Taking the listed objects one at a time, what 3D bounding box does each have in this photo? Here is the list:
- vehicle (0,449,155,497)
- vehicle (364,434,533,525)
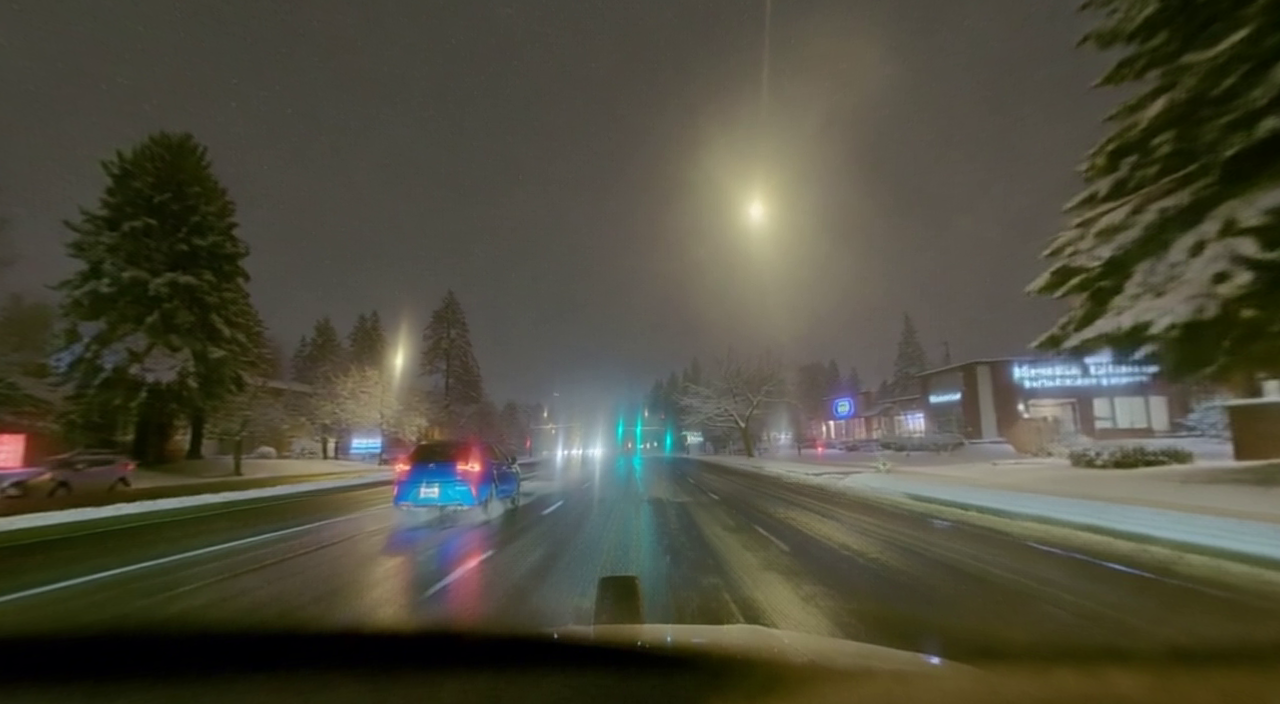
[{"bbox_3d":[-22.786,4.835,25.781,2.031,1.699,5.011,0,-8,-1],"label":"vehicle"},{"bbox_3d":[-3.484,2.381,12.461,2.005,1.477,4.169,0,-8,0],"label":"vehicle"}]
